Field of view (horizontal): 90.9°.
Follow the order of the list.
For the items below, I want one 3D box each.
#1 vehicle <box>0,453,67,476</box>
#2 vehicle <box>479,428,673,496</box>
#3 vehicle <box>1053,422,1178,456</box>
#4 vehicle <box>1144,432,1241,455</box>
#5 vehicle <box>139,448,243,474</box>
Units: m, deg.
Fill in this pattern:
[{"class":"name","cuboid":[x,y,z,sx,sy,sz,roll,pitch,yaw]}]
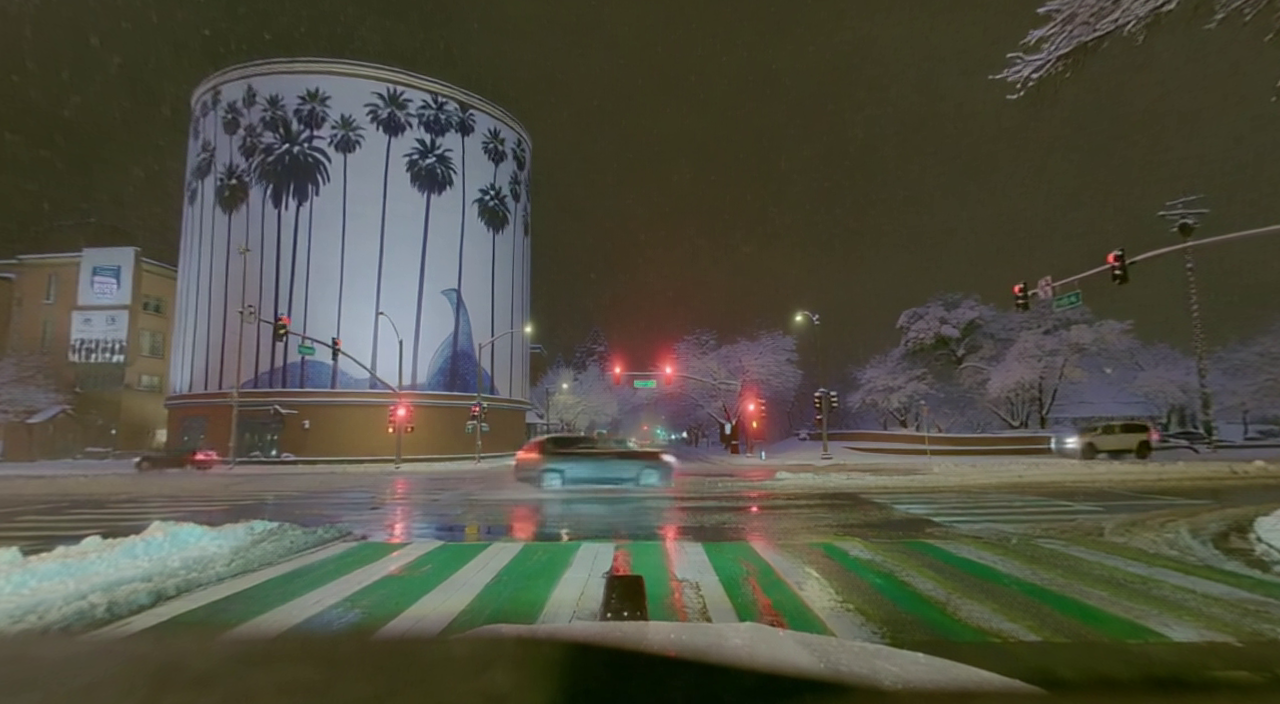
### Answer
[{"class":"vehicle","cuboid":[-41.660,7.607,42.769,3.698,1.508,1.779,0,-8,1]},{"class":"vehicle","cuboid":[-1.593,2.930,16.938,4.875,1.669,1.953,0,-8,2]},{"class":"vehicle","cuboid":[27.706,5.112,36.887,5.477,1.880,2.125,0,-8,1]},{"class":"vehicle","cuboid":[36.161,6.011,41.299,4.606,1.449,1.687,0,-8,2]},{"class":"vehicle","cuboid":[-26.537,6.429,37.342,4.784,1.465,1.798,0,-8,0]}]
